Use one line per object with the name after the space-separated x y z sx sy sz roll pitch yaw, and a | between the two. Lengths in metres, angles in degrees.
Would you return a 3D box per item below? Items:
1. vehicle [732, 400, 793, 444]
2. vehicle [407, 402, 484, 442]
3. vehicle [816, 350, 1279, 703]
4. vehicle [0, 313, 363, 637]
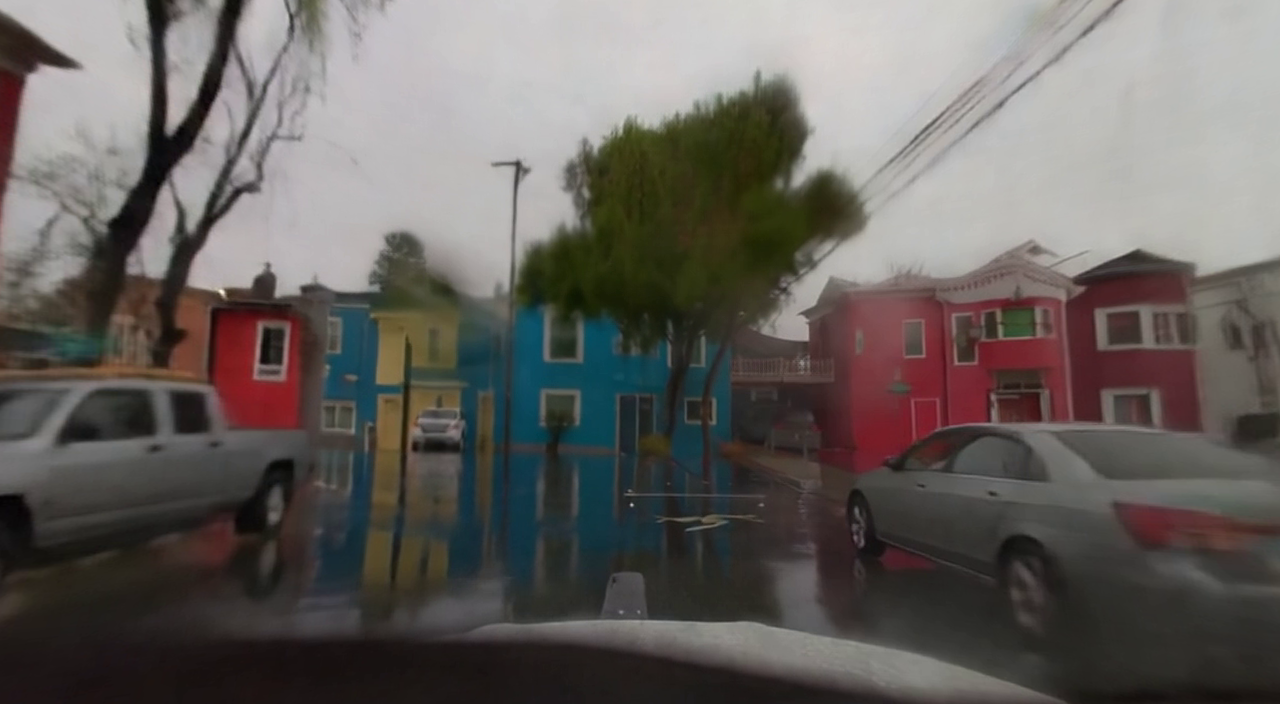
5.723 3.314 30.010 2.081 1.891 4.367 0 -6 1 | vehicle
-9.182 3.402 30.154 2.091 1.760 4.760 0 -8 1 | vehicle
3.430 1.217 5.564 2.109 1.811 4.886 1 -8 -3 | vehicle
-5.461 1.109 6.458 2.480 2.084 6.353 0 -8 -2 | vehicle
